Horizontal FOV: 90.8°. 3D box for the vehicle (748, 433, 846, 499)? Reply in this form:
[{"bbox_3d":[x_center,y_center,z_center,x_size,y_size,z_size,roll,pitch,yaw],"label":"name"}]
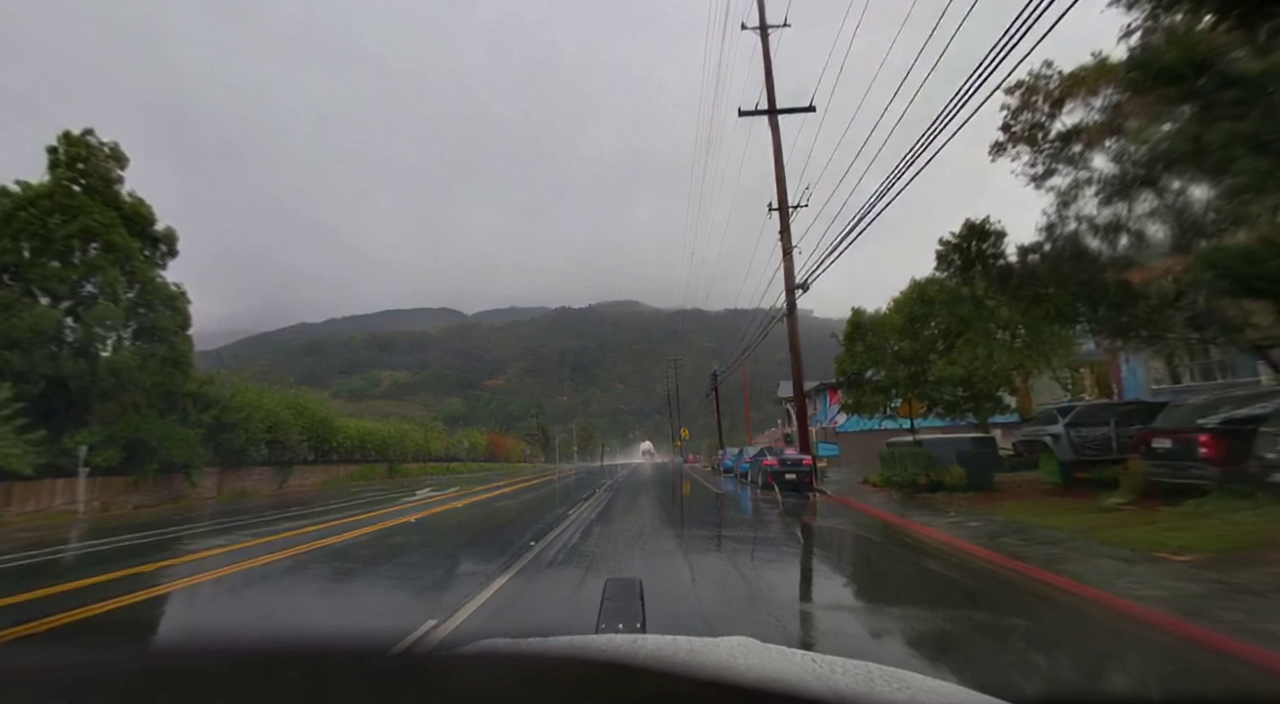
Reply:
[{"bbox_3d":[5.377,4.028,22.341,2.072,1.889,4.468,-6,-10,-1],"label":"vehicle"}]

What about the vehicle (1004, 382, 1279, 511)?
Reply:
[{"bbox_3d":[10.196,1.946,13.031,2.253,2.000,5.259,-4,-9,1],"label":"vehicle"}]
